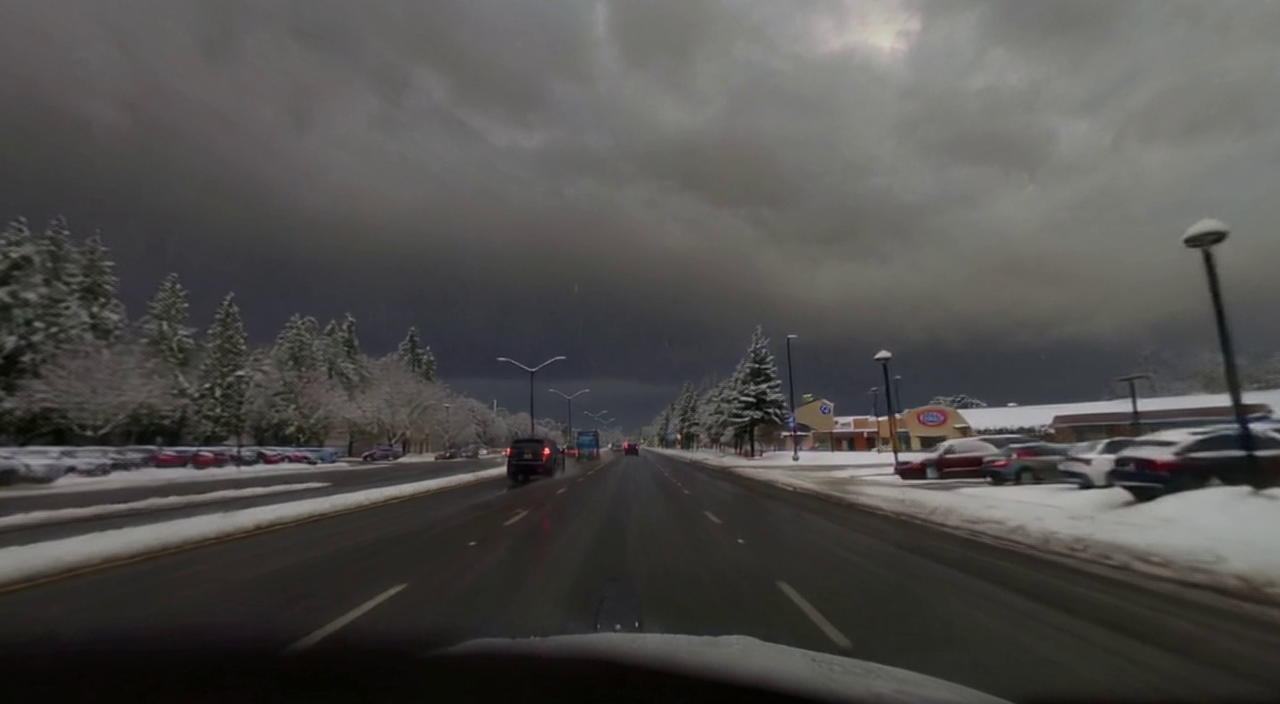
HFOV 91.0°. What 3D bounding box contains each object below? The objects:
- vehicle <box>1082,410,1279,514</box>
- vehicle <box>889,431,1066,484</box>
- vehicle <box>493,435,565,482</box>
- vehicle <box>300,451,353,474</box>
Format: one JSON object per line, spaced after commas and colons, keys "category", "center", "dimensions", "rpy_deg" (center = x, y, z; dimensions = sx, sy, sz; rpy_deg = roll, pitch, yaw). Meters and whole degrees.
{"category": "vehicle", "center": [12.433, 2.240, 13.028], "dimensions": [5.454, 1.829, 2.288], "rpy_deg": [3, -9, -15]}
{"category": "vehicle", "center": [12.689, 3.989, 23.941], "dimensions": [5.500, 1.749, 2.057], "rpy_deg": [-1, -9, -3]}
{"category": "vehicle", "center": [-4.362, 4.257, 25.431], "dimensions": [2.109, 1.672, 4.256], "rpy_deg": [0, -8, 0]}
{"category": "vehicle", "center": [-23.145, 8.153, 46.658], "dimensions": [1.858, 1.530, 4.044], "rpy_deg": [0, -8, 0]}
